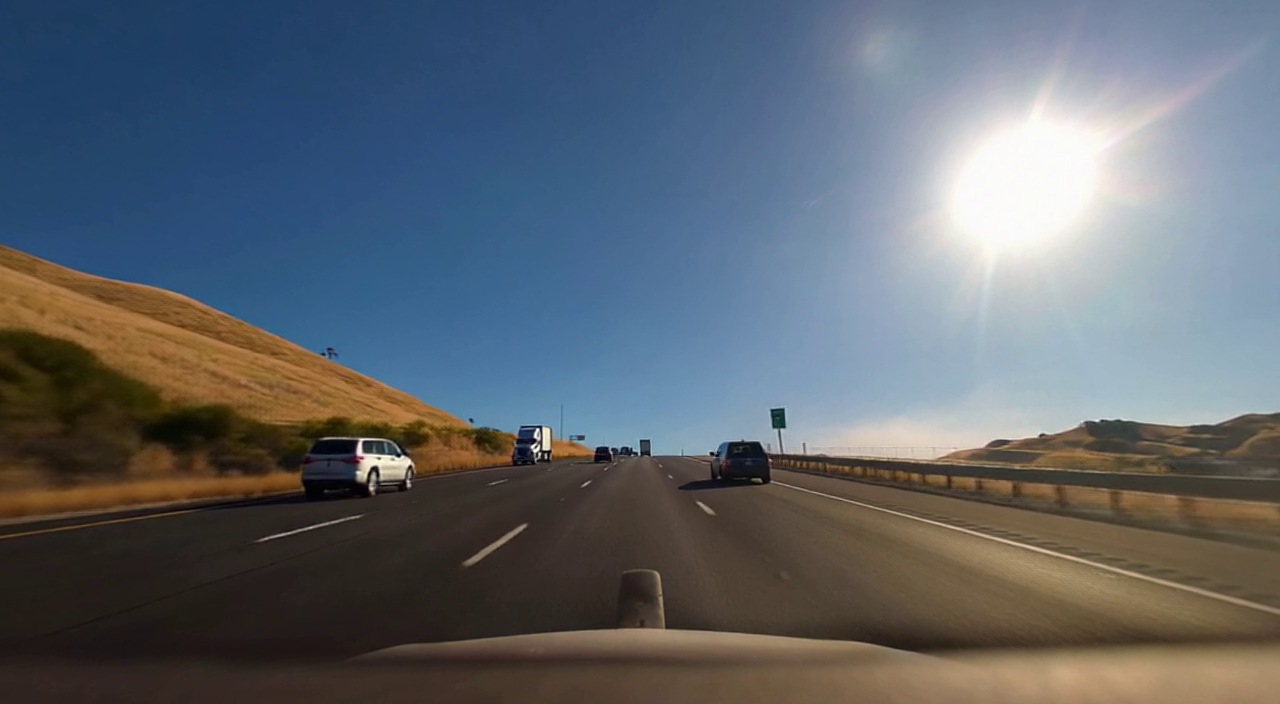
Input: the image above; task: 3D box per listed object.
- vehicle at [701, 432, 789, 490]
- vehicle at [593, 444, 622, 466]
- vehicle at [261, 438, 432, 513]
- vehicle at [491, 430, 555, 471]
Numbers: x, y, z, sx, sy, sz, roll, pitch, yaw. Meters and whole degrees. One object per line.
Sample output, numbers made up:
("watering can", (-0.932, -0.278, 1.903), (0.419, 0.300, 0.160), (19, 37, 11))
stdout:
("vehicle", (3.528, 3.778, 22.161), (2.231, 1.789, 4.700), (0, -9, 0))
("vehicle", (-2.498, 8.040, 49.272), (2.009, 1.593, 4.378), (0, -9, 0))
("vehicle", (-6.915, 2.943, 15.558), (1.935, 1.550, 4.883), (0, -9, -1))
("vehicle", (-7.689, 6.636, 42.344), (2.937, 2.509, 7.090), (0, -9, 0))
